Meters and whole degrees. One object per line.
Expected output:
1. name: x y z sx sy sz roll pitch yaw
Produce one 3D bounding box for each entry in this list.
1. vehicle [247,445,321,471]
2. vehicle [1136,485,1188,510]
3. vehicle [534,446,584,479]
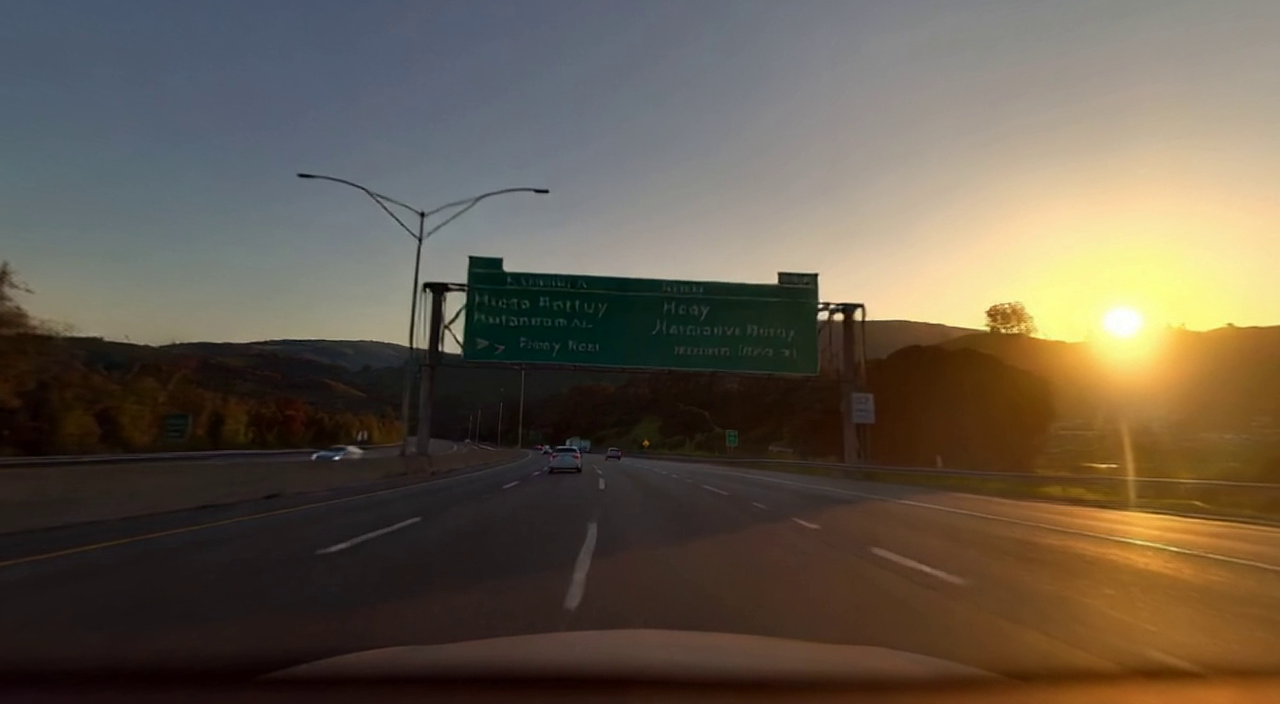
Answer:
1. vehicle: -21.304 6.351 37.970 2.076 1.457 4.466 0 -9 -4
2. vehicle: 37.999 10.580 45.986 1.856 1.462 3.789 -4 -10 23
3. vehicle: -3.974 5.470 31.534 2.193 1.497 4.337 0 -9 -4
